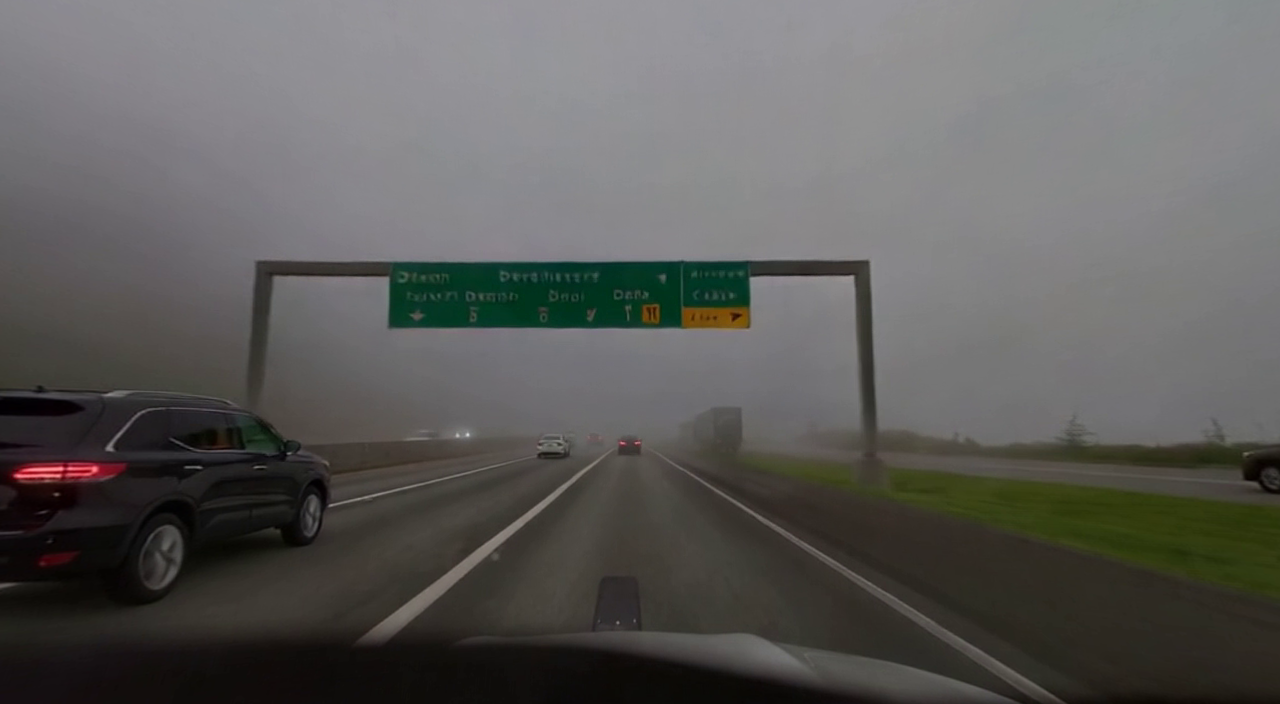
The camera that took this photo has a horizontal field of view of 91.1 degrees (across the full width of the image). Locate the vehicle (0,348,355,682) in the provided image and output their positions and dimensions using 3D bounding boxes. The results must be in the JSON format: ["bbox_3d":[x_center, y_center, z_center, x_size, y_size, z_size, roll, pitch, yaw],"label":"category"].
[{"bbox_3d":[-4.514,1.166,5.596,1.971,1.822,4.366,0,-7,-1],"label":"vehicle"}]

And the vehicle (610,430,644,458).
[{"bbox_3d":[-0.803,5.776,39.685,2.002,1.611,3.778,0,-8,-1],"label":"vehicle"}]

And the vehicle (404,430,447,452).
[{"bbox_3d":[-16.739,6.981,49.280,1.877,1.639,4.310,0,-8,0],"label":"vehicle"}]

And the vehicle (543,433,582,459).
[{"bbox_3d":[-4.636,5.657,38.117,1.909,1.445,4.087,0,-7,-1],"label":"vehicle"}]
